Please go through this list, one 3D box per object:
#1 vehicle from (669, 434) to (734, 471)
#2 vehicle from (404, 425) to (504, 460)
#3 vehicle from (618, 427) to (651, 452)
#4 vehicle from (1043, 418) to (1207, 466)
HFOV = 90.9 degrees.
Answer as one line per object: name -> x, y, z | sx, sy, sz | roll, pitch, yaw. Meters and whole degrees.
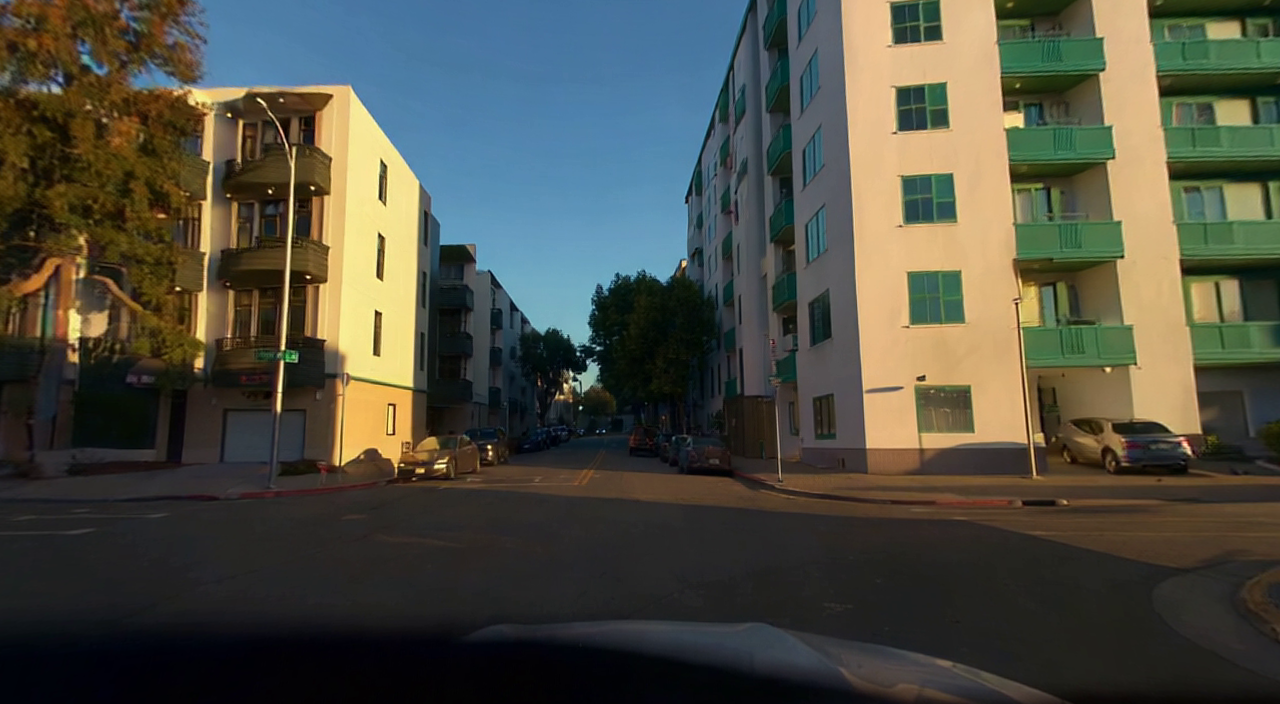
vehicle -> 2.516, 4.298, 27.095 | 2.290, 1.456, 4.503 | 0, -8, -1
vehicle -> -11.424, 5.586, 38.880 | 5.540, 1.950, 2.113 | 4, -12, -28
vehicle -> -0.434, 6.691, 48.033 | 2.412, 1.834, 4.636 | 0, -8, -1
vehicle -> 15.370, 2.892, 20.139 | 3.752, 1.453, 1.709 | 0, -9, 2
